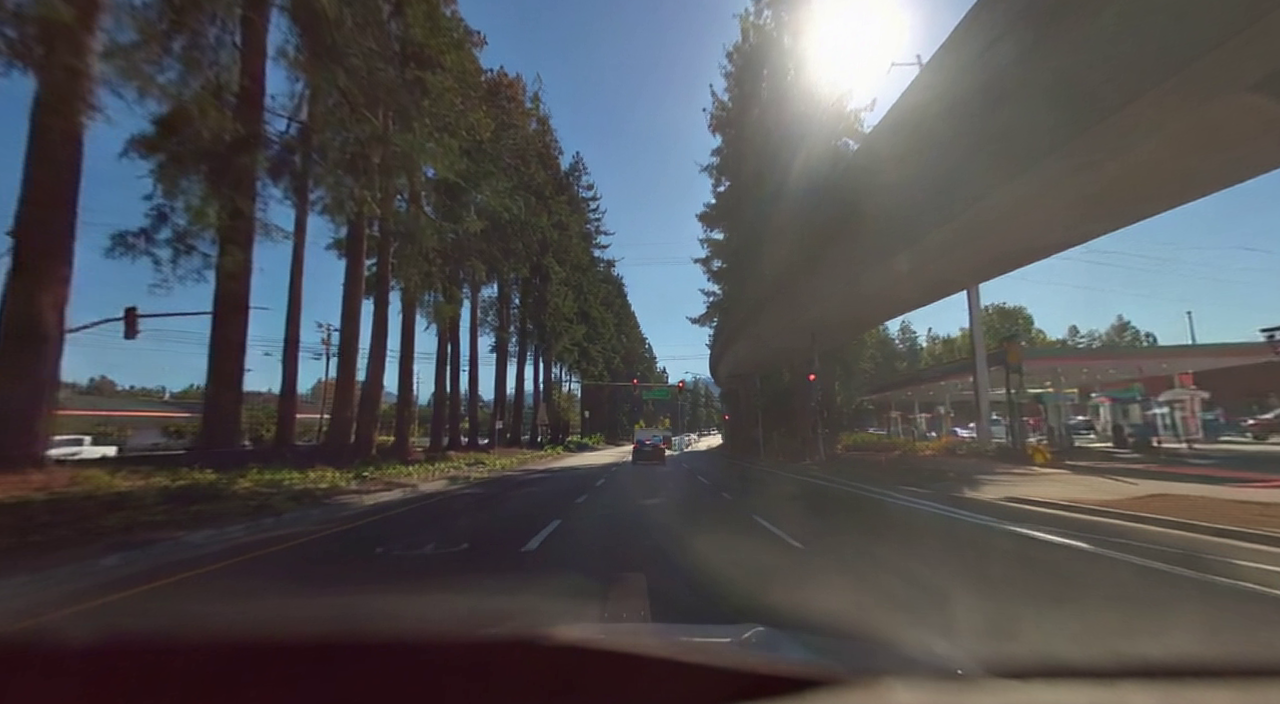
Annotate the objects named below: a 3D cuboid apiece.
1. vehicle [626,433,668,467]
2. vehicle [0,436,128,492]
[{"bbox_3d":[0.306,5.040,32.320,2.074,1.631,3.793,0,-9,-1],"label":"vehicle"},{"bbox_3d":[-23.137,4.354,24.727,2.026,1.965,4.674,0,-9,-1],"label":"vehicle"}]
